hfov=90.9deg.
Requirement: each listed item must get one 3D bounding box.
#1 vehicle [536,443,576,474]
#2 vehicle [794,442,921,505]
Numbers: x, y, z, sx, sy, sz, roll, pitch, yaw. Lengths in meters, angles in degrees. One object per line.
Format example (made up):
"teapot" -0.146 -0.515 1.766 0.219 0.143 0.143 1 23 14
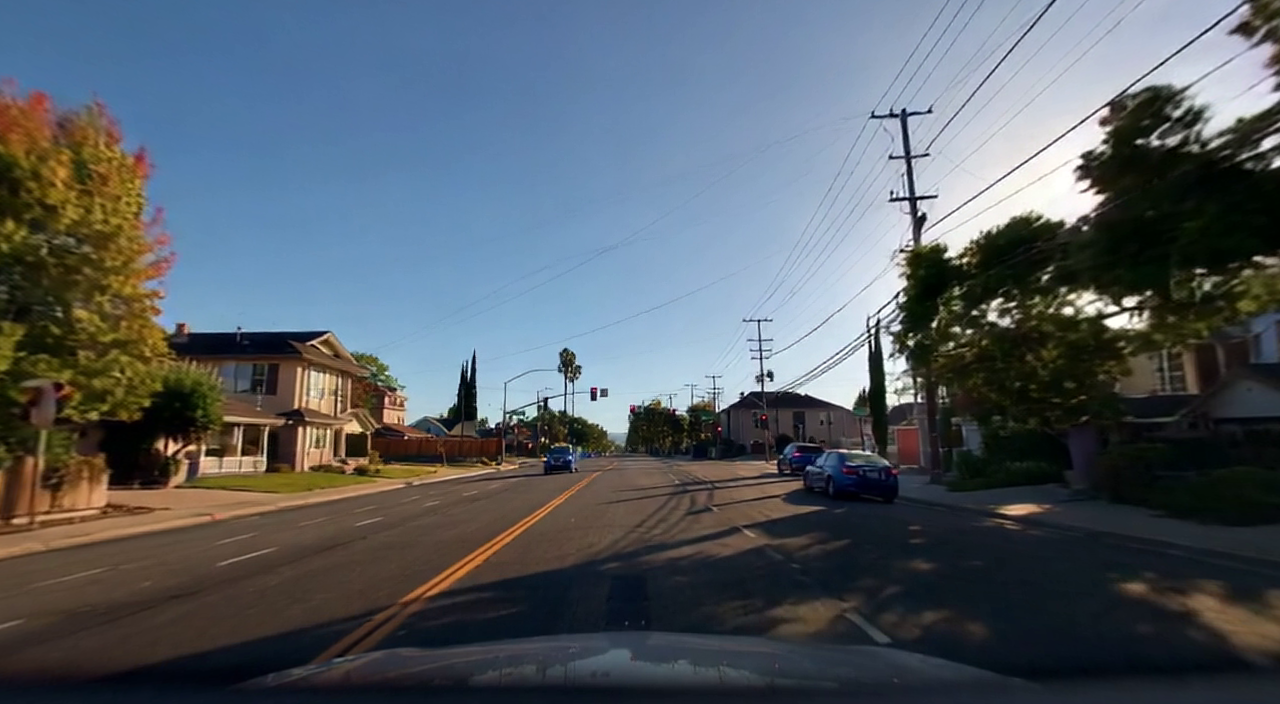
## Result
"vehicle" -5.189 6.667 39.592 2.012 1.778 4.990 0 -9 -2
"vehicle" 5.773 3.253 17.373 2.040 1.475 4.389 -1 -9 2
